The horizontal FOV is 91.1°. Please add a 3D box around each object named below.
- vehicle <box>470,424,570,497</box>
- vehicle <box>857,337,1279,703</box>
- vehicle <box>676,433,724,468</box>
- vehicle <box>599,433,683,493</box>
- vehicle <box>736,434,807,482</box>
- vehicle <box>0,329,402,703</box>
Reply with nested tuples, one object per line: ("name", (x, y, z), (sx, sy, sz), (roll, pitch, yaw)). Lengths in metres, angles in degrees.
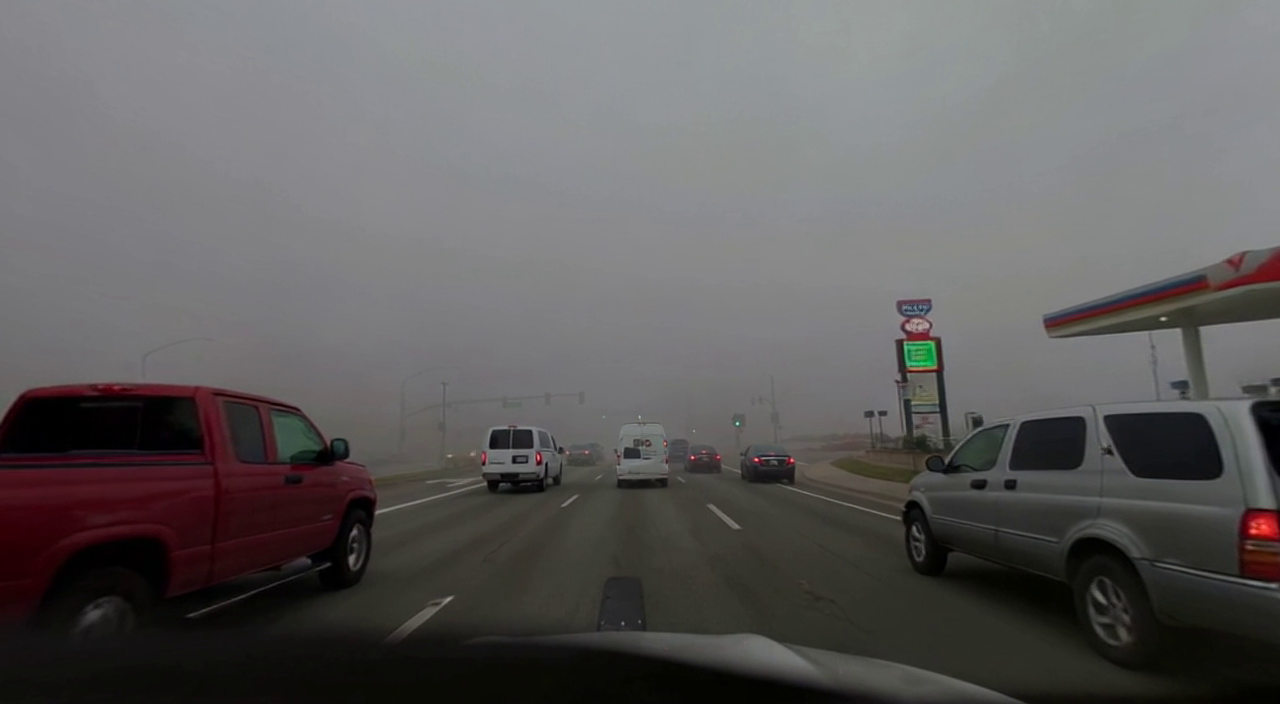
("vehicle", (-3.510, 3.293, 19.479), (2.025, 1.936, 4.995), (0, -8, 1))
("vehicle", (3.602, 1.170, 4.893), (2.055, 1.786, 4.817), (0, -8, 0))
("vehicle", (3.315, 5.594, 35.768), (2.193, 1.795, 5.130), (0, -8, 0))
("vehicle", (0.049, 3.621, 20.947), (2.426, 1.703, 5.602), (0, -8, 0))
("vehicle", (5.031, 4.124, 24.712), (2.119, 1.696, 4.623), (-1, -8, 4))
("vehicle", (-3.498, 0.989, 3.806), (2.002, 1.747, 5.173), (0, -8, 1))
